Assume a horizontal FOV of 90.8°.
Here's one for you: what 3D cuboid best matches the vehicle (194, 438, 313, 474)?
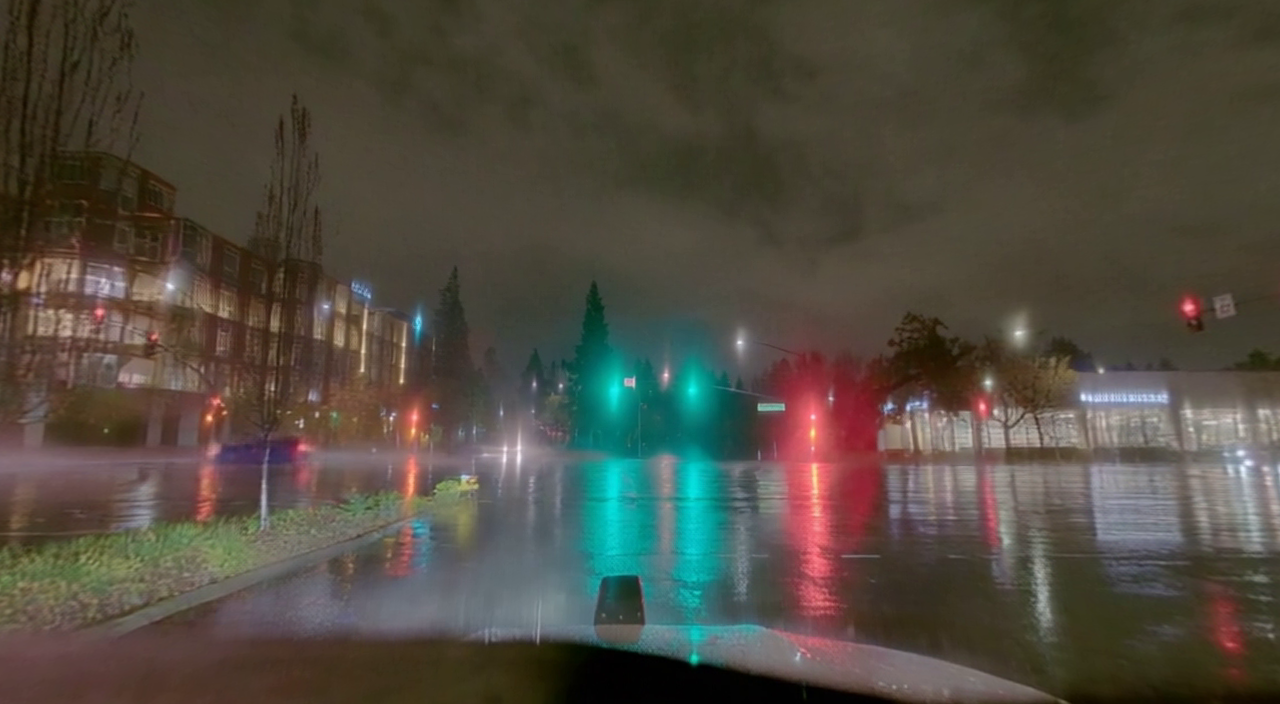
[{"bbox_3d":[-19.531,5.258,32.104,4.639,1.699,2.030,1,-9,-6],"label":"vehicle"}]
